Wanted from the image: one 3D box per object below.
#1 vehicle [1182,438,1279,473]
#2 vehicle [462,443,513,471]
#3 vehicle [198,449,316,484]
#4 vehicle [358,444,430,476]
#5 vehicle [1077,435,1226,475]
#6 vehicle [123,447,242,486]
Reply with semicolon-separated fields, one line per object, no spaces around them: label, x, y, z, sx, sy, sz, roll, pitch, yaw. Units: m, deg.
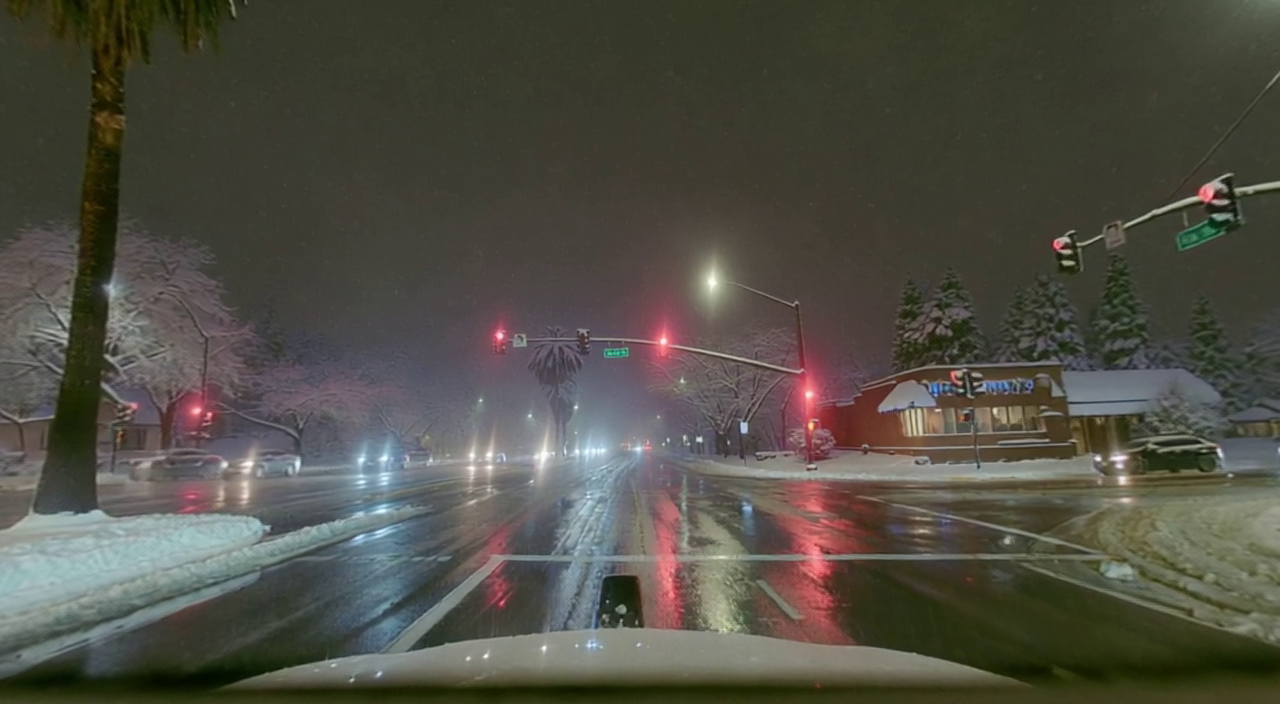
vehicle;27.392;4.642;28.465;4.625;1.451;1.801;1;-9;-9
vehicle;-9.709;6.710;40.632;2.074;1.681;4.417;0;-9;1
vehicle;-17.547;5.268;29.343;2.221;1.449;5.092;0;-9;1
vehicle;-13.868;6.114;35.918;2.074;1.671;4.755;0;-9;2
vehicle;22.234;4.488;27.623;4.533;1.676;2.236;0;-9;-1
vehicle;-21.253;5.296;29.645;2.107;1.642;4.561;0;-9;1
